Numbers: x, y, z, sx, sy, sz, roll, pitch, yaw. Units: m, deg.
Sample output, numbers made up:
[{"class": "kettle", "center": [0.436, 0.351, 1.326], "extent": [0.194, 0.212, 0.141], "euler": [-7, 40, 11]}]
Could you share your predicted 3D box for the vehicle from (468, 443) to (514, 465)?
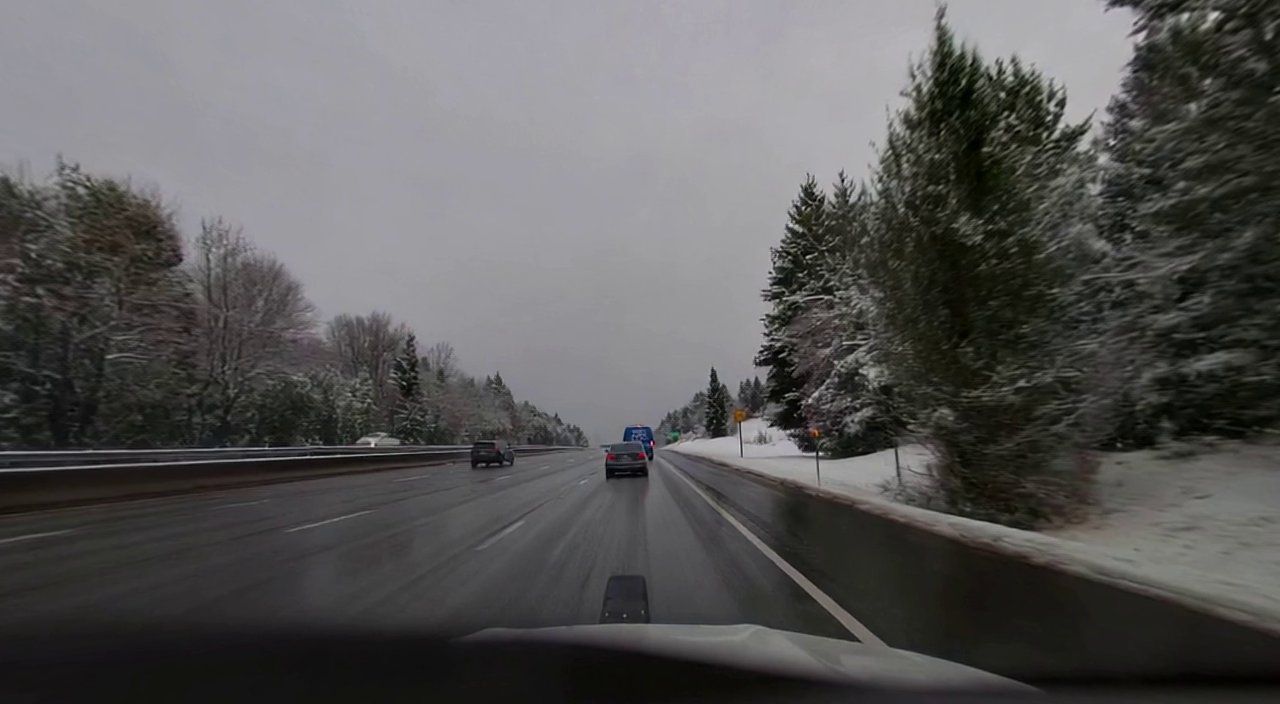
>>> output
[{"class": "vehicle", "center": [-10.864, 7.466, 46.337], "extent": [2.152, 1.496, 4.523], "euler": [0, -9, 1]}]

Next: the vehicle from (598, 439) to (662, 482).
[{"class": "vehicle", "center": [-0.332, 4.082, 23.952], "extent": [2.238, 1.479, 3.672], "euler": [0, -9, 0]}]
